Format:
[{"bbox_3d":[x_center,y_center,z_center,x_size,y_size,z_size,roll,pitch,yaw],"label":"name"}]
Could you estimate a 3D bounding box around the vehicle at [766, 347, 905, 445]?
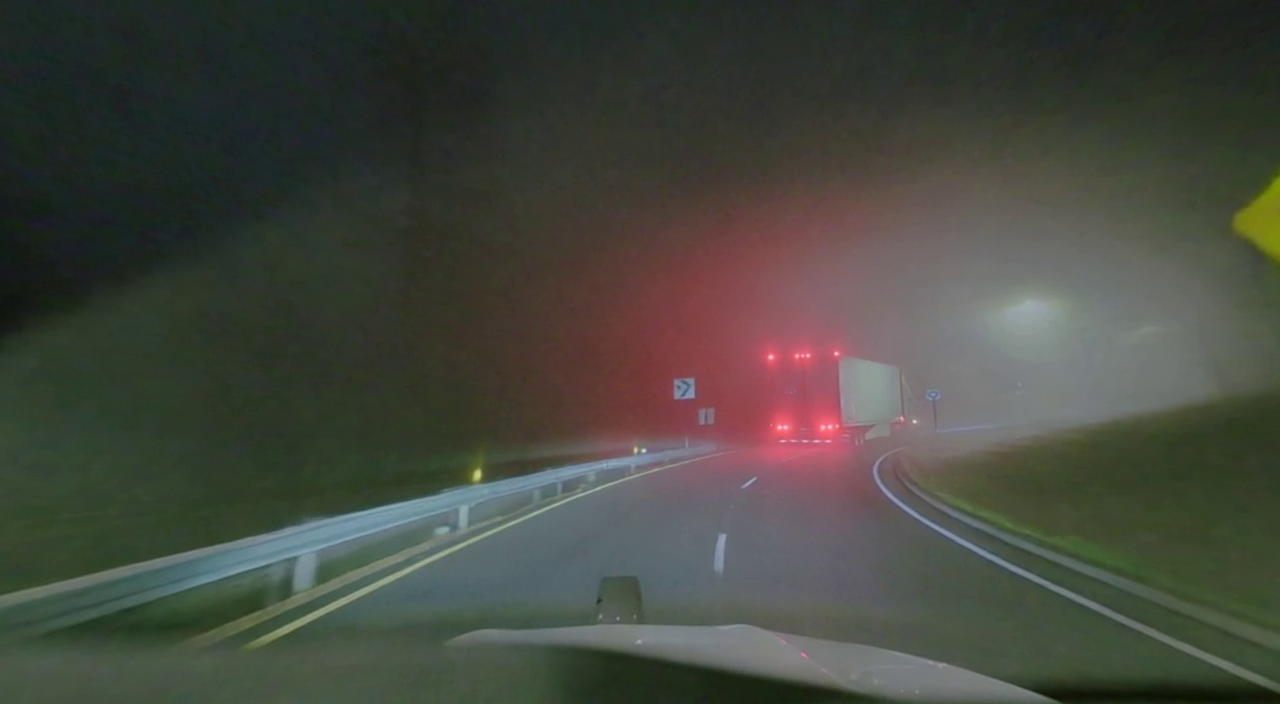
[{"bbox_3d":[9.366,2.362,28.967,2.837,3.712,10.484,-6,-10,35],"label":"vehicle"}]
